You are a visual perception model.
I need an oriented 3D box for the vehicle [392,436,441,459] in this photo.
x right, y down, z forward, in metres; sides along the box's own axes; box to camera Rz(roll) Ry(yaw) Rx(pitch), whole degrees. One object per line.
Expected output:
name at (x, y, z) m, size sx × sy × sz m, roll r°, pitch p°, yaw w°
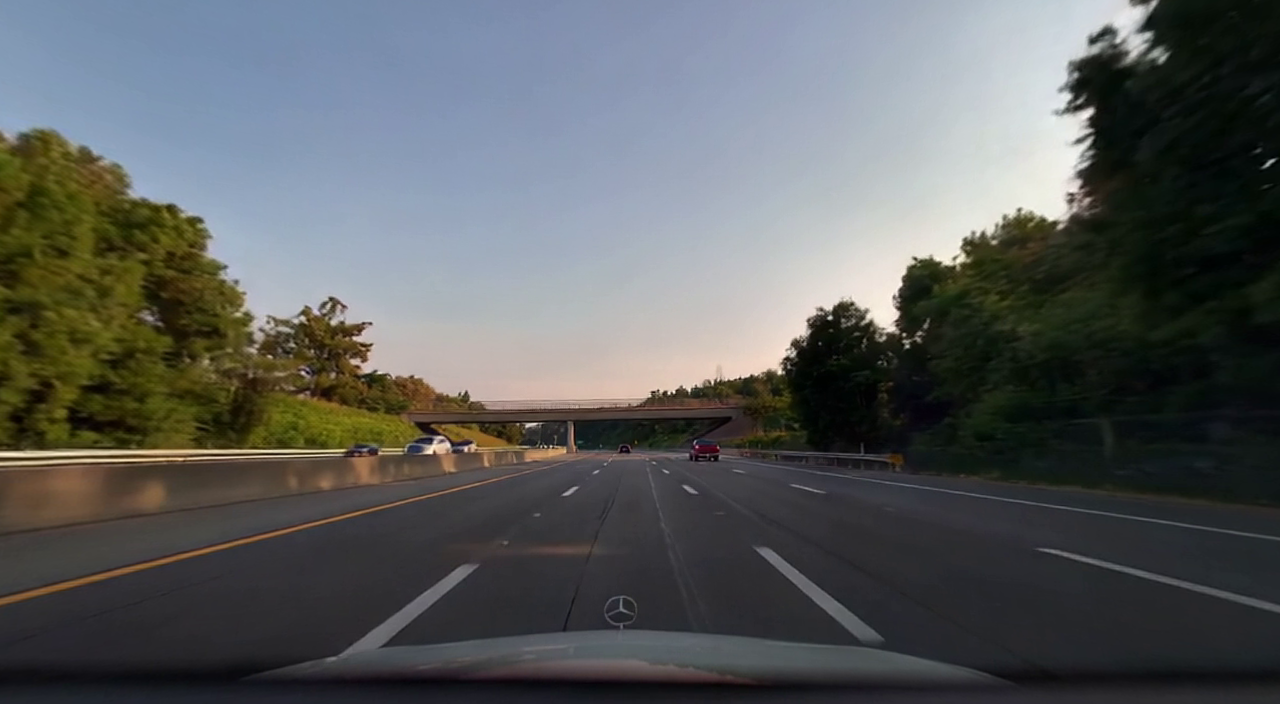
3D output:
vehicle at (-16.138, 6.916, 45.797) m, size 1.945 × 1.614 × 4.597 m, roll 0°, pitch -8°, yaw -1°
